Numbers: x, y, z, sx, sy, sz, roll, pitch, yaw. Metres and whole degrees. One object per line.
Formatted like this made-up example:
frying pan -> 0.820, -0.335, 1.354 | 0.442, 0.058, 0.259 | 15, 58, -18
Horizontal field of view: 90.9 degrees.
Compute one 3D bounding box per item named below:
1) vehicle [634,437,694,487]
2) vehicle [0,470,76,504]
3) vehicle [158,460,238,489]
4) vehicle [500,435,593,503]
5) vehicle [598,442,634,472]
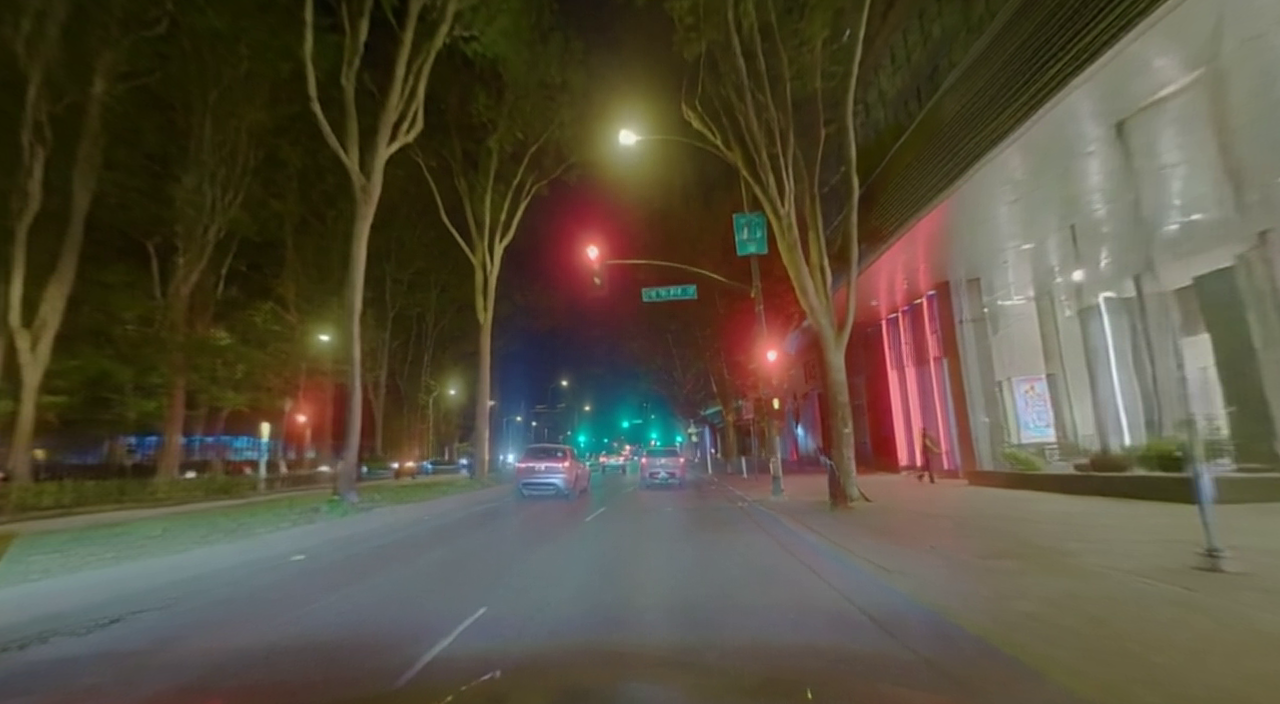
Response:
vehicle -> 0.876, 4.178, 24.234 | 2.120, 1.758, 3.917 | 0, -8, 1
vehicle -> -31.948, 6.893, 32.440 | 1.768, 1.436, 4.515 | 0, -8, -3
vehicle -> -28.713, 7.929, 41.151 | 1.898, 1.641, 4.644 | 0, -8, -1
vehicle -> -2.565, 3.308, 18.270 | 1.940, 1.722, 3.823 | -1, -8, 3
vehicle -> -1.497, 6.882, 41.465 | 2.220, 1.847, 4.587 | 0, -8, 0
